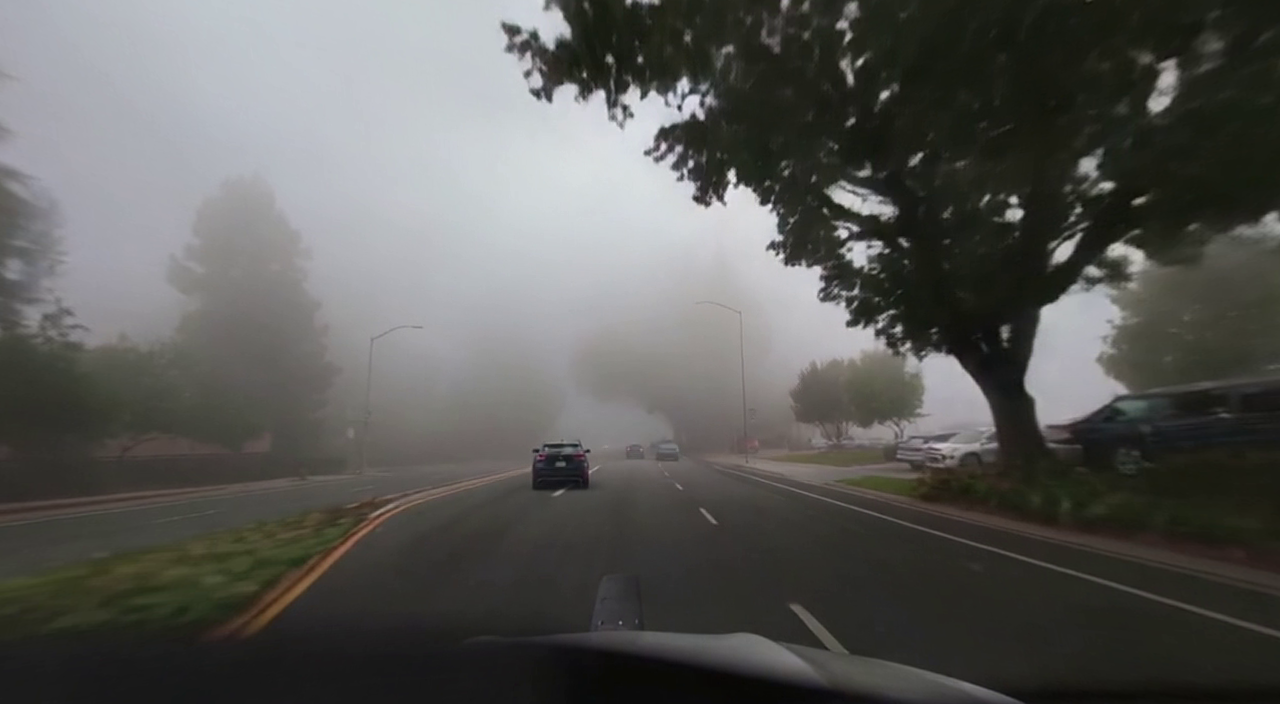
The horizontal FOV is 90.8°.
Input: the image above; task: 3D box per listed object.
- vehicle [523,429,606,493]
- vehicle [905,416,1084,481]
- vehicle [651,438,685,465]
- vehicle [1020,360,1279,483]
[{"bbox_3d":[-2.253,3.329,19.654,2.205,1.706,4.904,1,-8,-5],"label":"vehicle"},{"bbox_3d":[11.336,3.104,20.447,4.560,1.842,2.048,-8,-12,43],"label":"vehicle"},{"bbox_3d":[1.767,6.510,41.469,2.003,1.614,4.072,0,-8,0],"label":"vehicle"},{"bbox_3d":[11.745,1.476,12.948,2.483,2.209,6.171,8,-11,-43],"label":"vehicle"}]
